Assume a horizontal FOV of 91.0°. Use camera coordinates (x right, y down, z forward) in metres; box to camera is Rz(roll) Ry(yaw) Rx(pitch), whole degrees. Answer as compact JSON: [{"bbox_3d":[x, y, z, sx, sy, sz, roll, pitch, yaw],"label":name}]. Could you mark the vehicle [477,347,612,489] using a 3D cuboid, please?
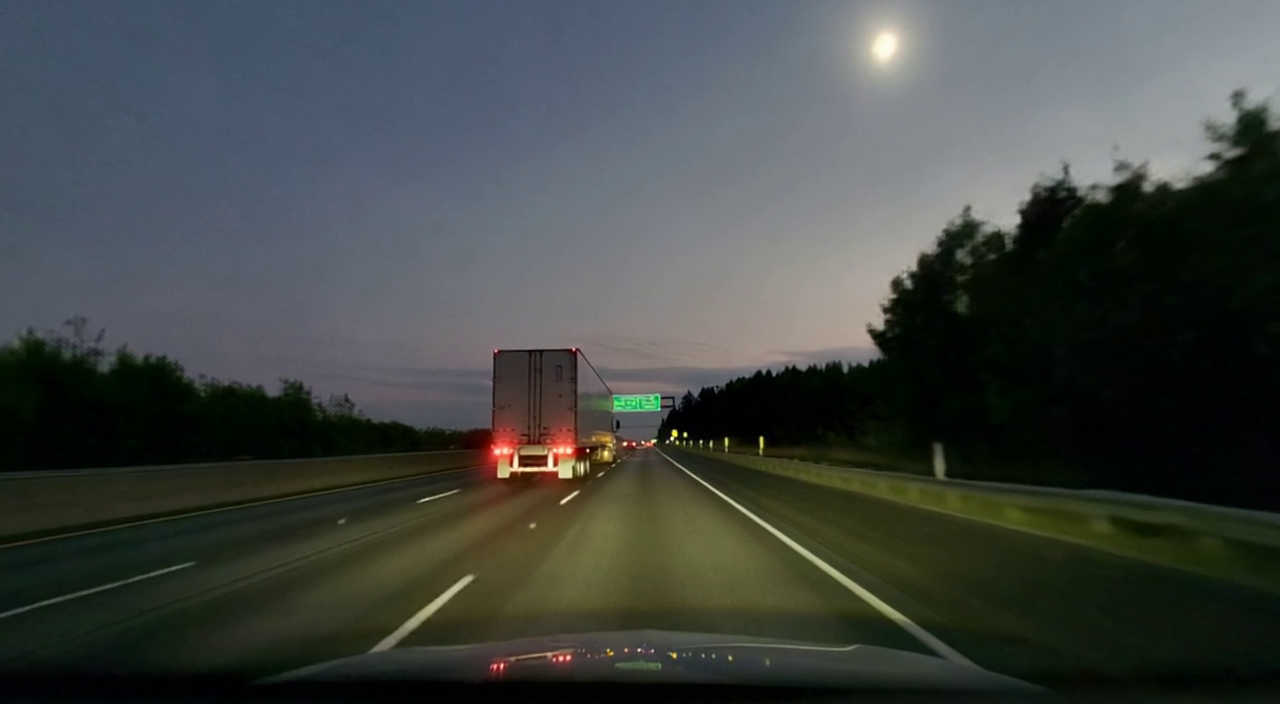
[{"bbox_3d":[-3.048,2.896,25.156,2.947,4.051,14.256,0,-8,1],"label":"vehicle"}]
